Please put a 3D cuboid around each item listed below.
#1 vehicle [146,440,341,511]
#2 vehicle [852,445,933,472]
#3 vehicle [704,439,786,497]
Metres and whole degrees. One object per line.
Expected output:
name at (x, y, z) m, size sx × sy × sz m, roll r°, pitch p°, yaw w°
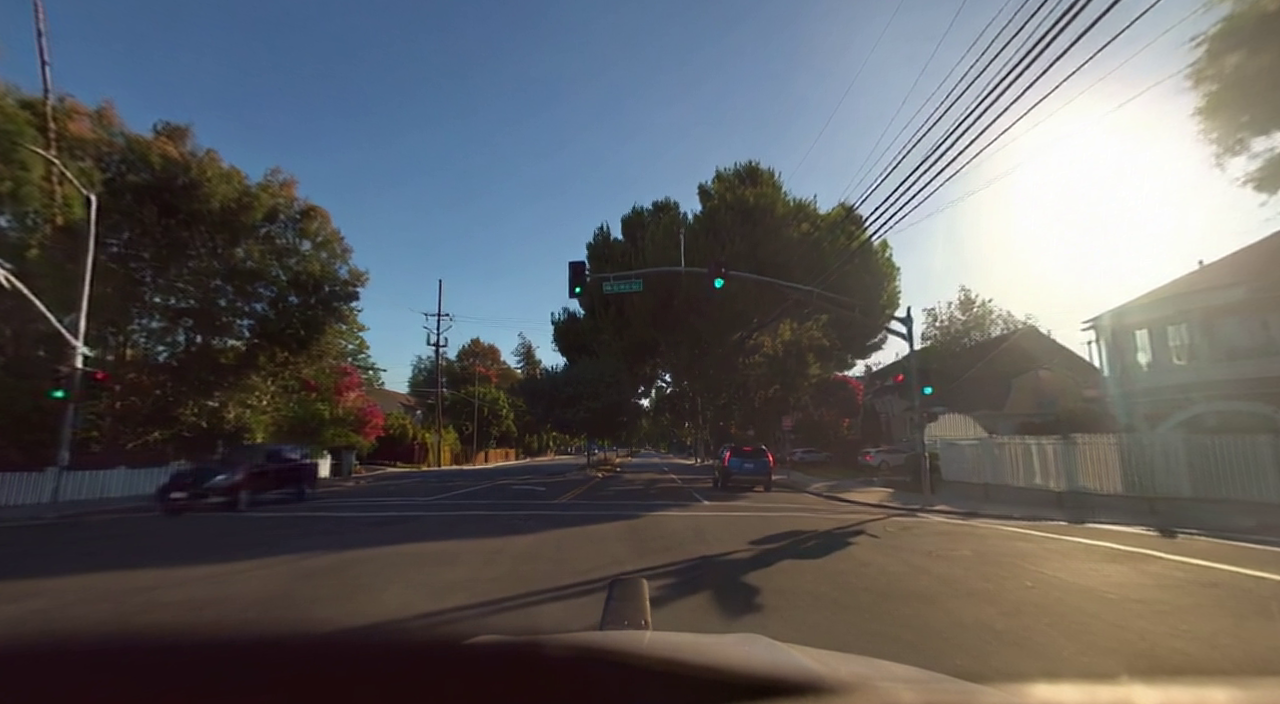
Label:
vehicle at (-10.312, 3.226, 16.960) m, size 2.241 × 1.620 × 4.511 m, roll -1°, pitch -9°, yaw 1°
vehicle at (15.516, 6.525, 38.856) m, size 4.135 × 1.558 × 1.929 m, roll 0°, pitch -8°, yaw 3°
vehicle at (3.664, 4.146, 22.993) m, size 2.144 × 1.843 × 4.827 m, roll 0°, pitch -9°, yaw 0°
